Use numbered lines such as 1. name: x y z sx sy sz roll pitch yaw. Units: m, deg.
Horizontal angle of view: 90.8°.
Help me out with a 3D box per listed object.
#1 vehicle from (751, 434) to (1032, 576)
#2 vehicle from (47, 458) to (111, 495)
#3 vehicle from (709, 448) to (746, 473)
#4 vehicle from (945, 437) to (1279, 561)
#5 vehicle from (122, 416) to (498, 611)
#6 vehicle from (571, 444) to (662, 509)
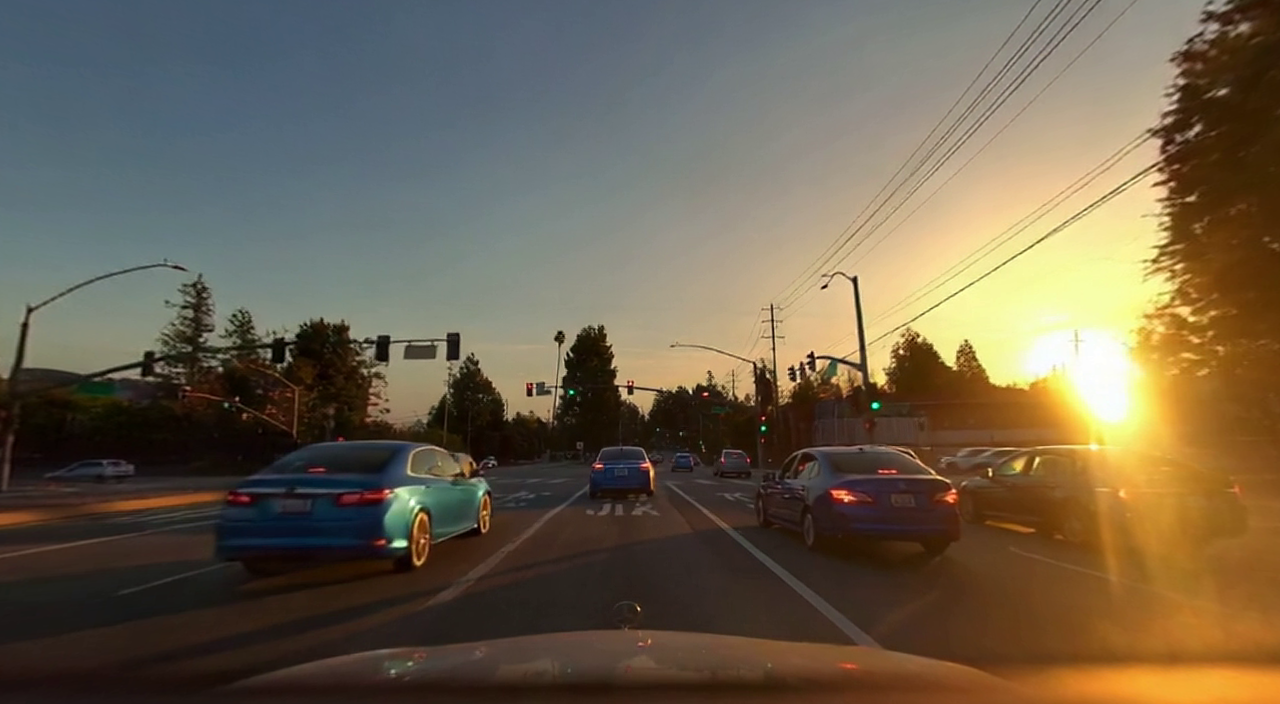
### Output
1. vehicle: 3.086 1.963 9.023 2.053 1.490 4.464 0 -8 -2
2. vehicle: -29.840 6.585 33.727 2.004 1.689 4.585 6 -10 -36
3. vehicle: 6.776 8.427 49.413 2.113 1.789 4.622 0 -8 -2
4. vehicle: 6.873 2.086 9.794 2.004 1.455 4.417 0 -8 -1
5. vehicle: -3.240 1.670 7.501 2.073 1.606 4.364 0 -8 0
6. vehicle: -0.536 3.157 16.519 2.065 1.464 4.216 0 -8 0
